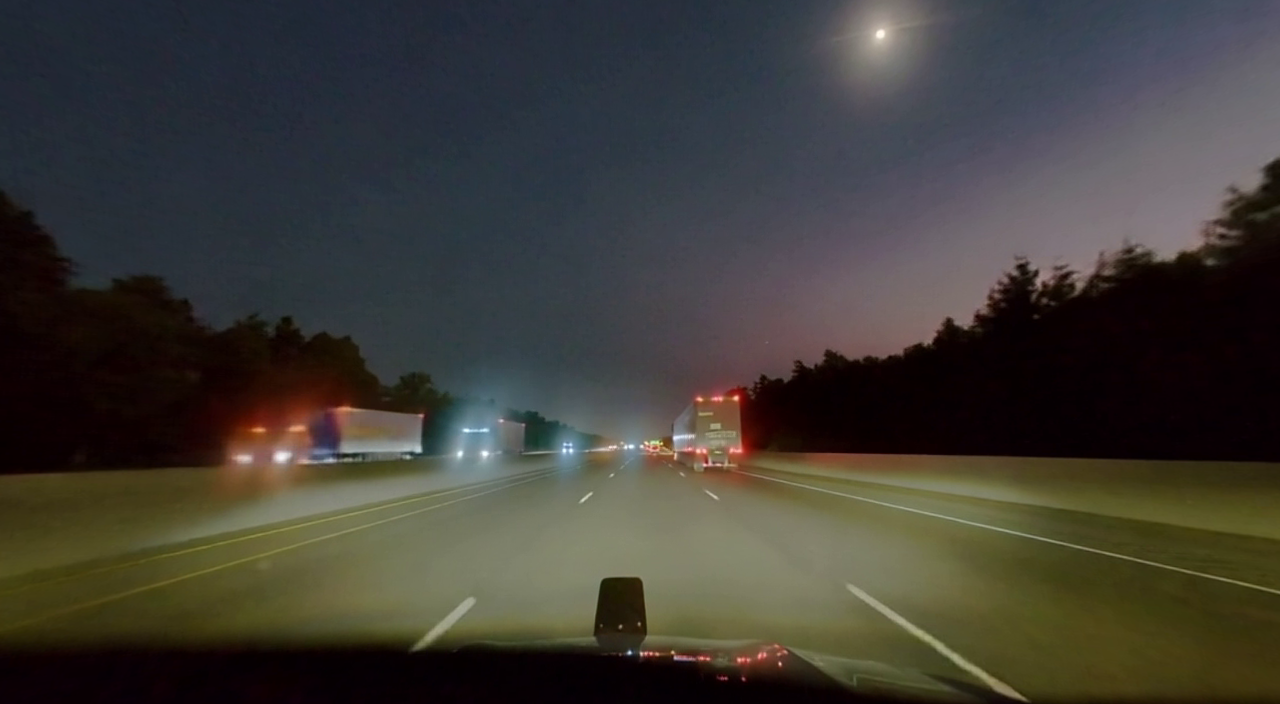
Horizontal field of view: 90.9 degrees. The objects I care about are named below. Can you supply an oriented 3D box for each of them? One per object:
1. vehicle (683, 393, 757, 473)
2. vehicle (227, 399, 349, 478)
[{"bbox_3d":[4.553,5.193,39.233,2.784,4.080,13.516,-1,-9,0],"label":"vehicle"},{"bbox_3d":[-18.648,4.712,33.898,2.998,3.836,5.792,0,-9,0],"label":"vehicle"}]
